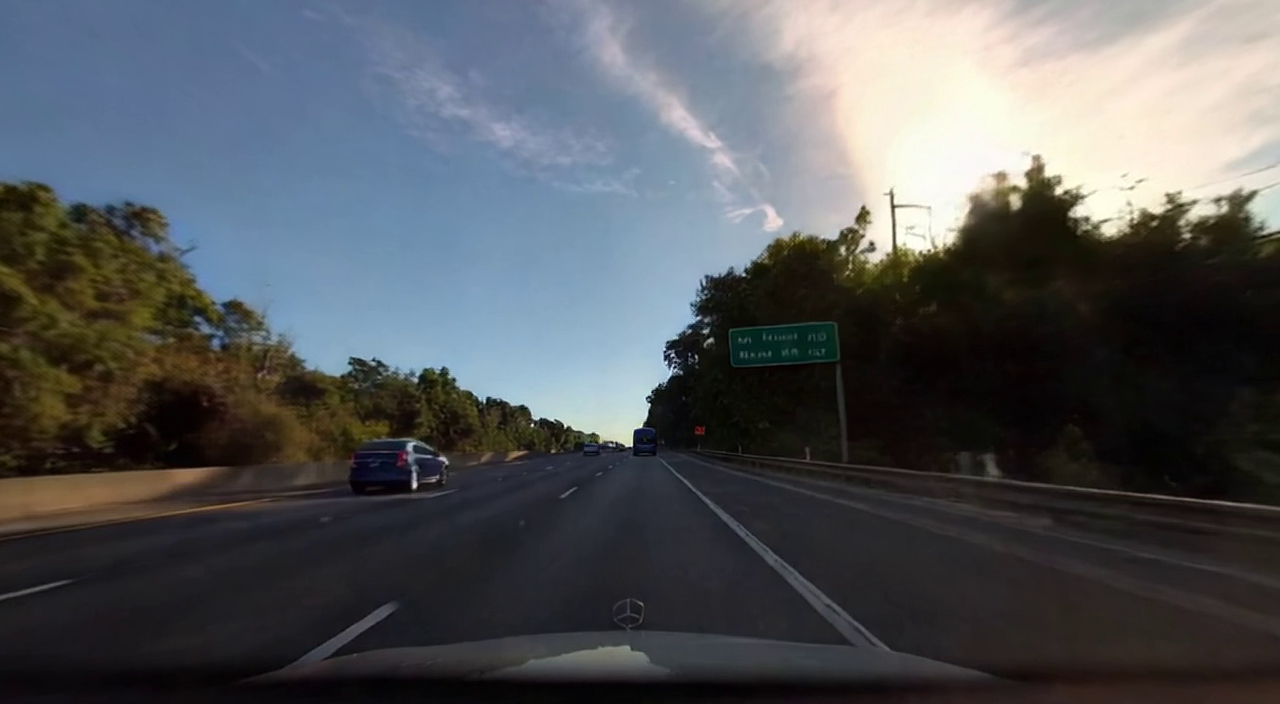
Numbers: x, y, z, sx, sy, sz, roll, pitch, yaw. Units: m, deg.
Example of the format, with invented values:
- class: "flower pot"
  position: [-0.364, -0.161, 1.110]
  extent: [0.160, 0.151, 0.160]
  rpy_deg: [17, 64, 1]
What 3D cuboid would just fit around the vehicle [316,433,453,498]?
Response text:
- class: "vehicle"
  position: [-7.392, 3.325, 18.893]
  extent: [2.080, 1.674, 4.660]
  rpy_deg: [0, -8, 1]
